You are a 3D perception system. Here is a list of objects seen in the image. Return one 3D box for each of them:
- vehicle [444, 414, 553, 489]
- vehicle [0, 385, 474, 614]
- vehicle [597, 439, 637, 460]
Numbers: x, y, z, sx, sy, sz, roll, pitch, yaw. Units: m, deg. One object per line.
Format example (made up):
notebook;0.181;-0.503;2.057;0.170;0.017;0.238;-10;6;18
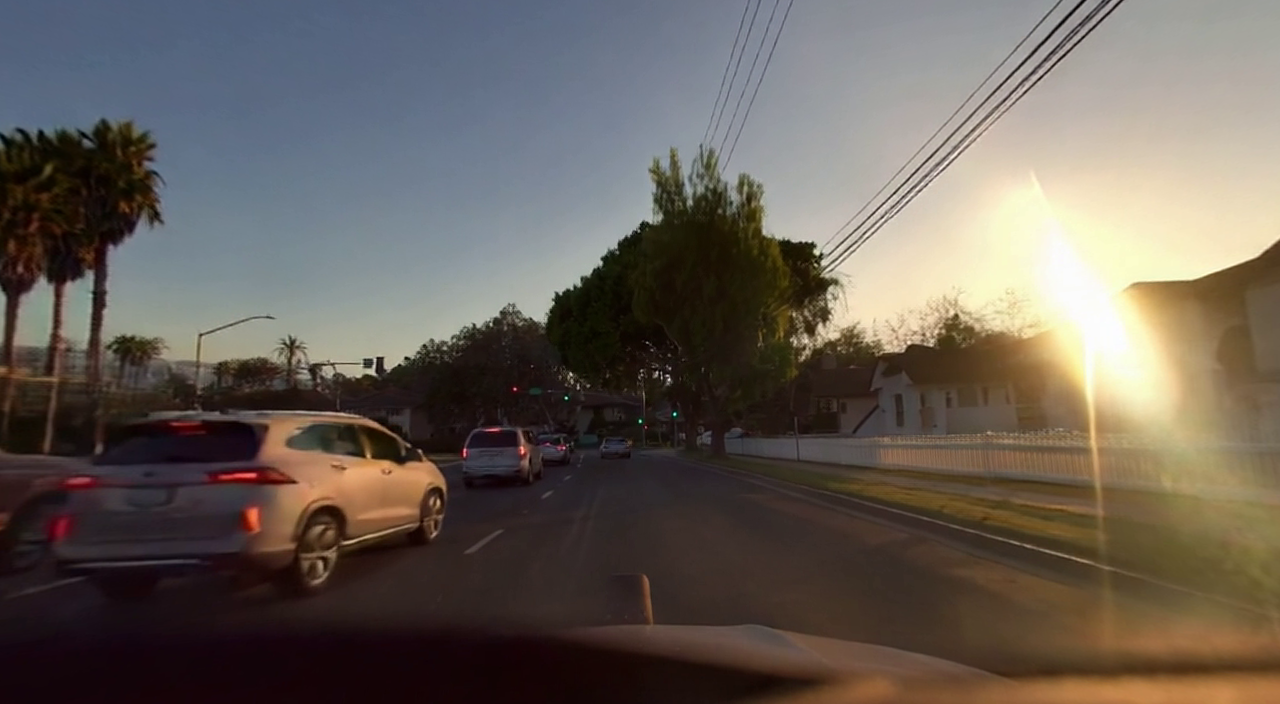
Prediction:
vehicle;-3.971;2.901;18.687;2.144;1.877;4.899;-1;-8;-1
vehicle;-3.601;1.380;6.868;2.181;1.636;4.504;-1;-8;2
vehicle;-1.475;5.945;38.569;2.131;1.222;3.868;0;-8;-7
